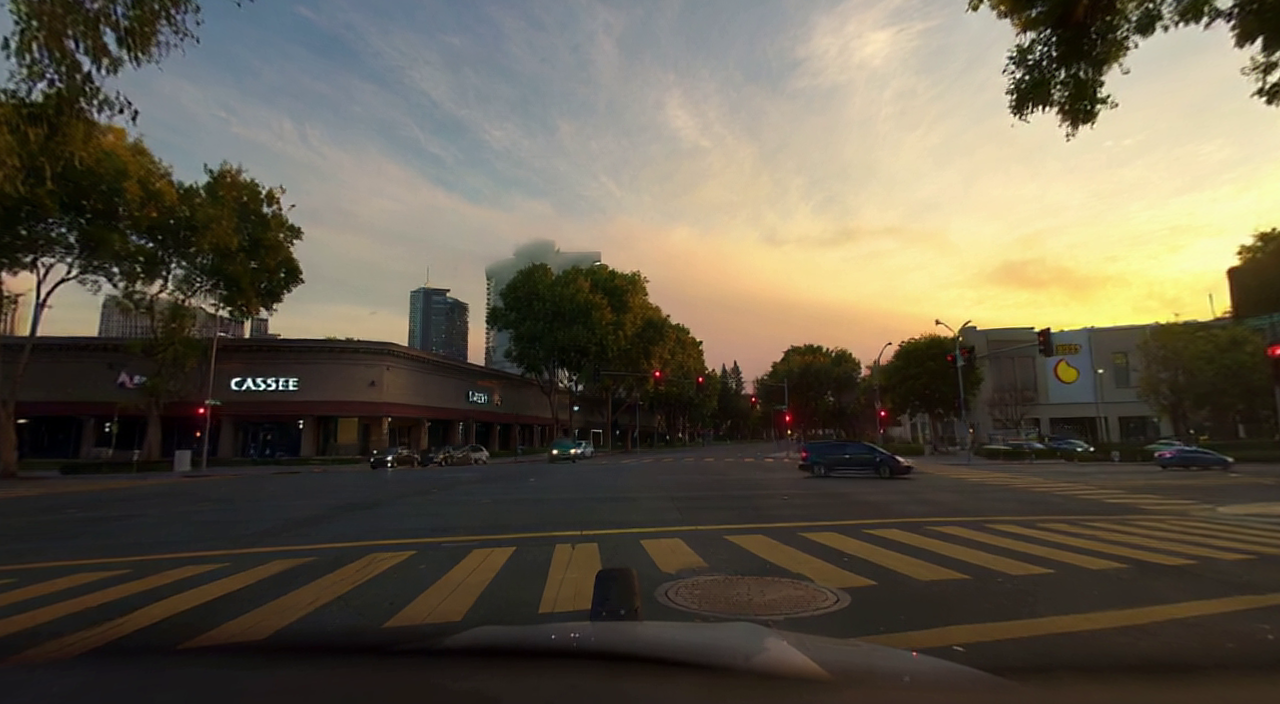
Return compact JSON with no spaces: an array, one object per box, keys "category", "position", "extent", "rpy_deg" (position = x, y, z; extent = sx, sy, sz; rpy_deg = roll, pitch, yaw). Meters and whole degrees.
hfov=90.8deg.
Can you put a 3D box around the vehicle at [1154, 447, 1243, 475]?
[{"category":"vehicle","position":[31.608,6.119,35.741],"extent":[4.522,1.460,2.097],"rpy_deg":[4,-10,-26]}]

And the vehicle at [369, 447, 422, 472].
[{"category":"vehicle","position":[-16.249,7.131,42.242],"extent":[1.883,1.586,4.297],"rpy_deg":[0,-9,-1]}]

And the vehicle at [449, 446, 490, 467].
[{"category":"vehicle","position":[-12.611,7.761,47.089],"extent":[1.946,1.474,4.008],"rpy_deg":[0,-9,0]}]

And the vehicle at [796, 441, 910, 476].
[{"category":"vehicle","position":[9.521,4.805,28.612],"extent":[4.658,1.478,1.946],"rpy_deg":[-2,-9,15]}]

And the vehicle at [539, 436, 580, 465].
[{"category":"vehicle","position":[-5.529,6.865,44.186],"extent":[2.289,1.927,5.667],"rpy_deg":[0,-8,-2]}]

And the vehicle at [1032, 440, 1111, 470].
[{"category":"vehicle","position":[26.347,6.264,38.558],"extent":[4.541,1.731,2.007],"rpy_deg":[5,-10,-28]}]
